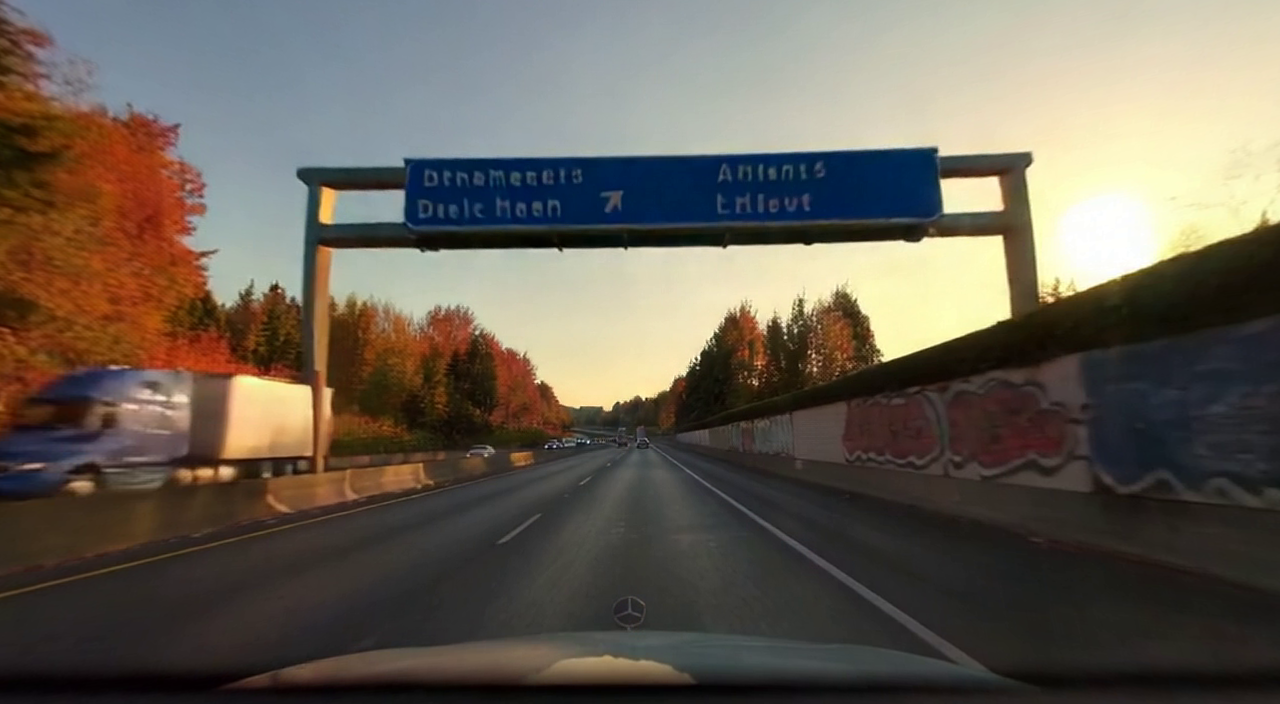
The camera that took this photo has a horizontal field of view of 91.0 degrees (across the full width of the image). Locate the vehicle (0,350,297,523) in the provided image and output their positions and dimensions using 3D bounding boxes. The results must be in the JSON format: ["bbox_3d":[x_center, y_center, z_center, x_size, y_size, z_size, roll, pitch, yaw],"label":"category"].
[{"bbox_3d":[-14.689,2.556,18.927,2.975,3.820,9.856,0,-8,1],"label":"vehicle"}]
